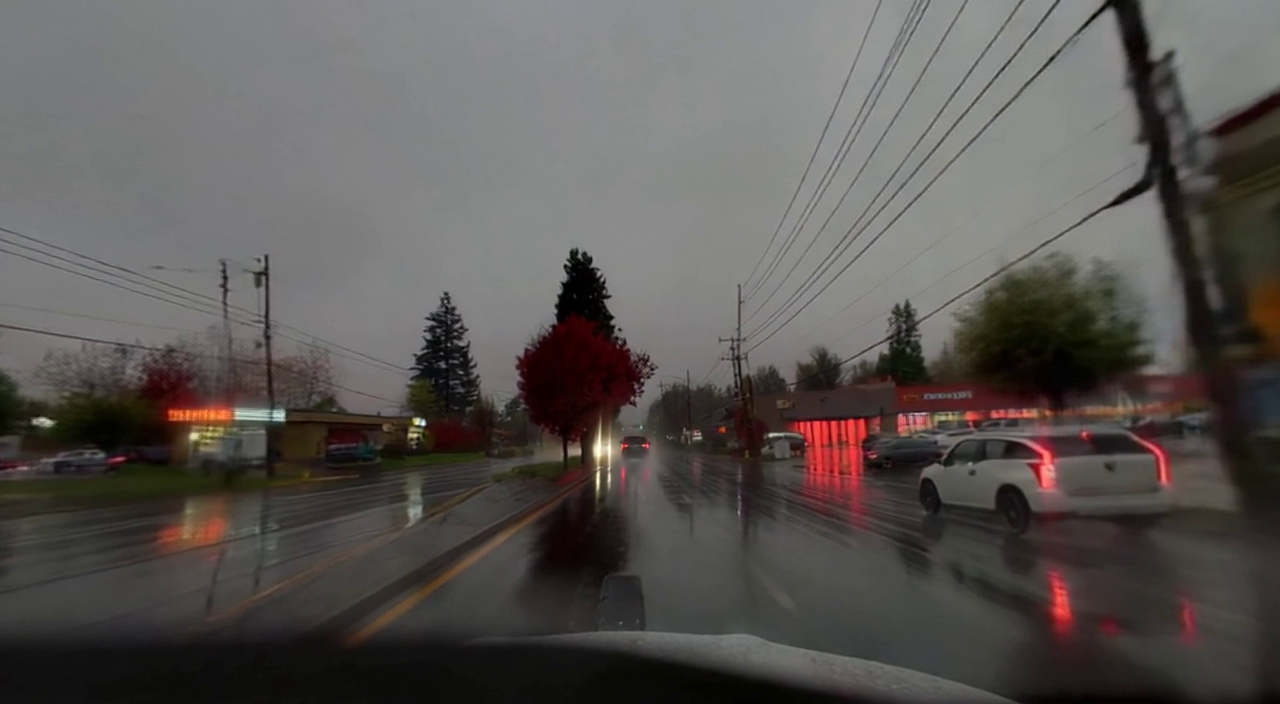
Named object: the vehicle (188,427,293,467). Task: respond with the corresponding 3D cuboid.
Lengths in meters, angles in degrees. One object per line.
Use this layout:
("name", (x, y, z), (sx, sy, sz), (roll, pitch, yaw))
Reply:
("vehicle", (-28.798, 6.857, 45.798), (5.851, 2.505, 2.504), (-2, -8, -8))

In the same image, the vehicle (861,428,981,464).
("vehicle", (16.611, 5.569, 37.530), (5.990, 1.834, 2.262), (-2, -8, -6))

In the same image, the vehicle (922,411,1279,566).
("vehicle", (6.240, 1.850, 9.338), (1.995, 1.705, 4.434), (0, -8, -1))
